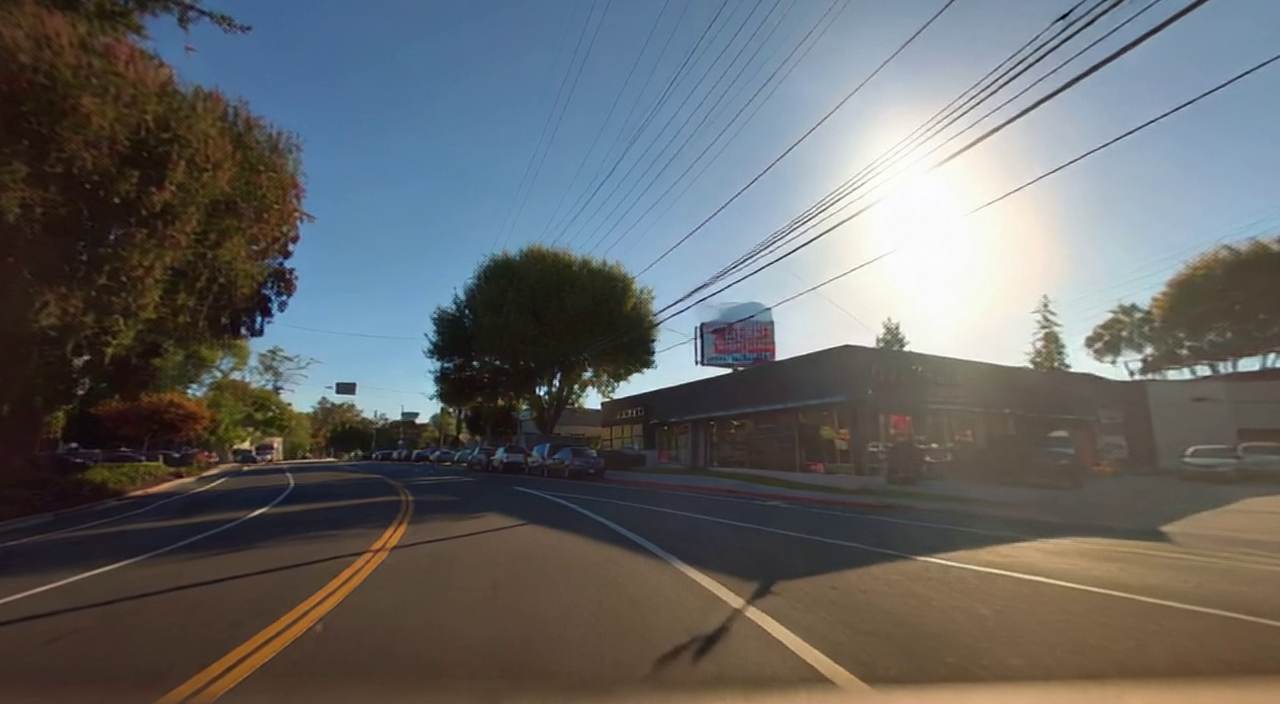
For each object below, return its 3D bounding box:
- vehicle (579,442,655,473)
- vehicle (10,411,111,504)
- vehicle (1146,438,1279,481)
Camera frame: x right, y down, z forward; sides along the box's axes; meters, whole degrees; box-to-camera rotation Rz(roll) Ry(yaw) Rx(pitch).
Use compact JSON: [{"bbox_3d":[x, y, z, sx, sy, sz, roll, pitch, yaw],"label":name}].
[{"bbox_3d":[-1.165,5.699,34.218,2.074,1.526,4.853,-4,-9,26],"label":"vehicle"},{"bbox_3d":[-19.320,3.457,21.137,1.716,2.808,3.001,3,-8,-30],"label":"vehicle"},{"bbox_3d":[21.737,3.918,23.096,4.454,1.504,1.970,-1,-8,6],"label":"vehicle"}]
